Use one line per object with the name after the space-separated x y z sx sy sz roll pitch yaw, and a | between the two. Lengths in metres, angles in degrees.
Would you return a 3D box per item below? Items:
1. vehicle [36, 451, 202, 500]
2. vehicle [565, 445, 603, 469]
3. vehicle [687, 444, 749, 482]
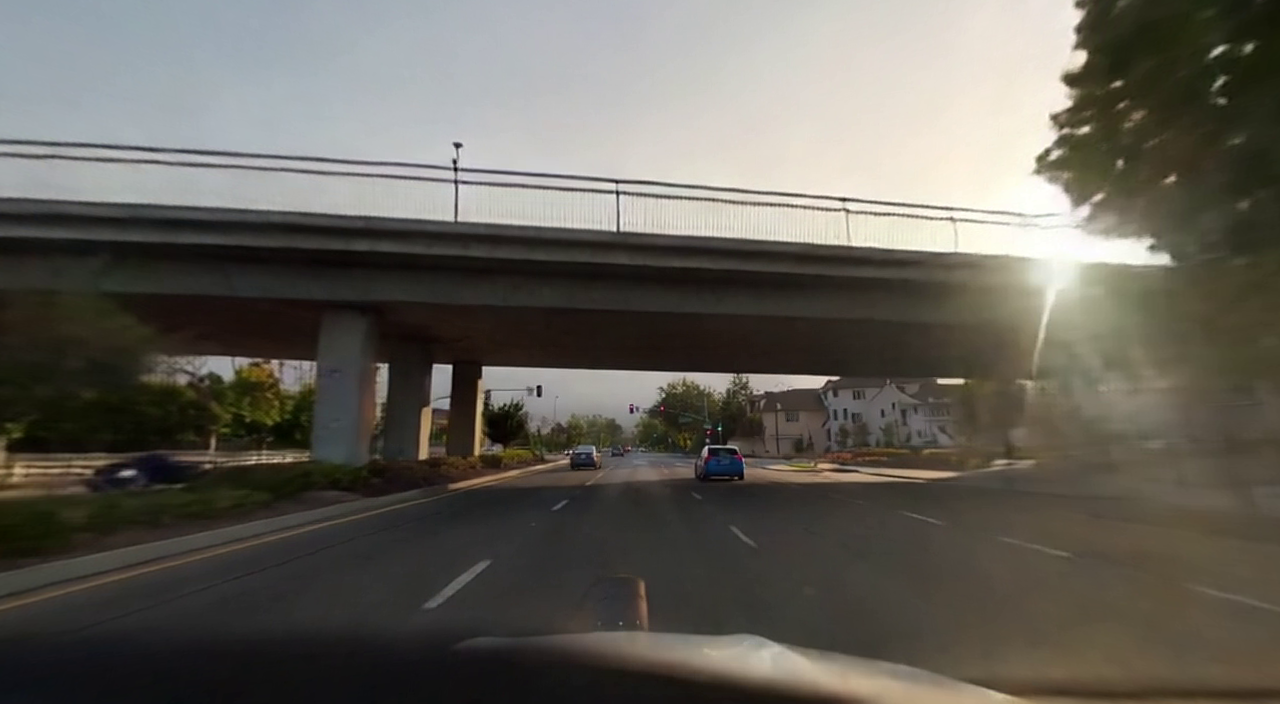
-18.283 4.314 22.552 2.003 1.494 4.580 0 -8 0 | vehicle
-3.736 7.032 42.590 2.060 1.484 4.417 0 -8 1 | vehicle
3.315 4.805 27.713 2.068 1.497 4.247 0 -8 -1 | vehicle
